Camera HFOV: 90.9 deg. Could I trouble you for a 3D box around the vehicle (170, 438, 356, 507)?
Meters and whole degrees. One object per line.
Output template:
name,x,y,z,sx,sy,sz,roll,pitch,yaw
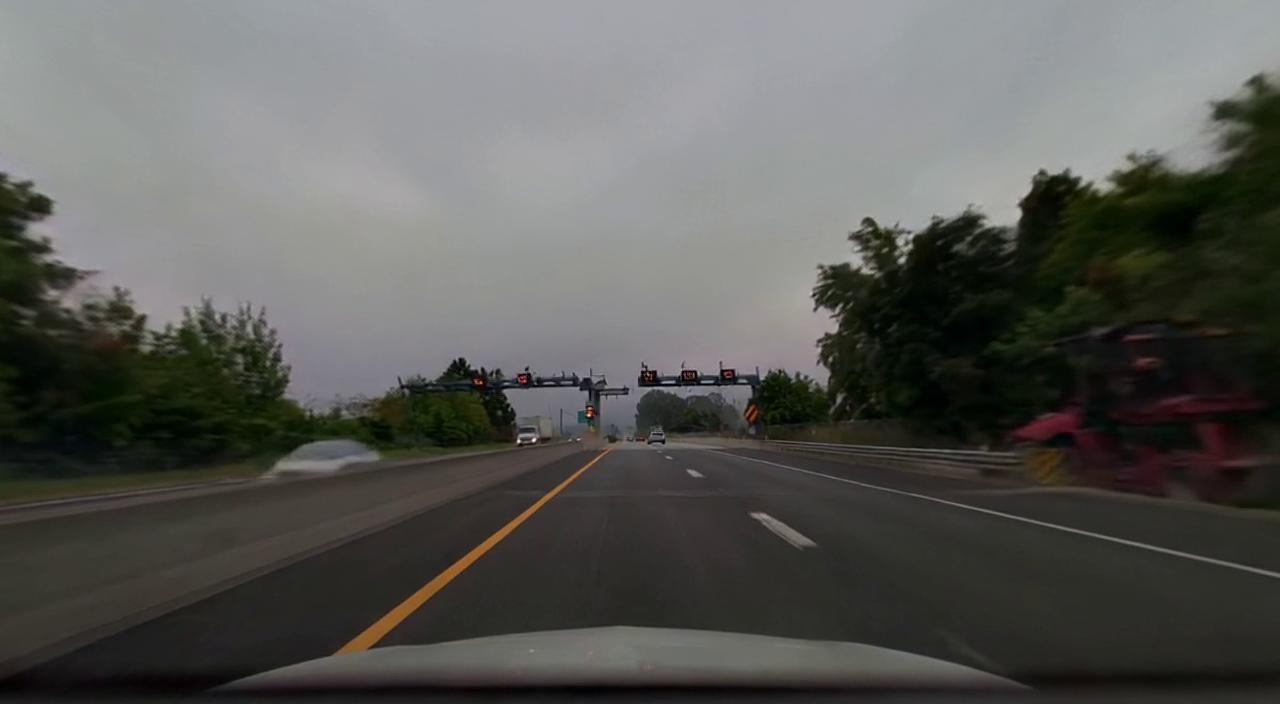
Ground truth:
vehicle,-9.164,2.920,15.899,1.979,1.456,4.550,0,-8,-2
